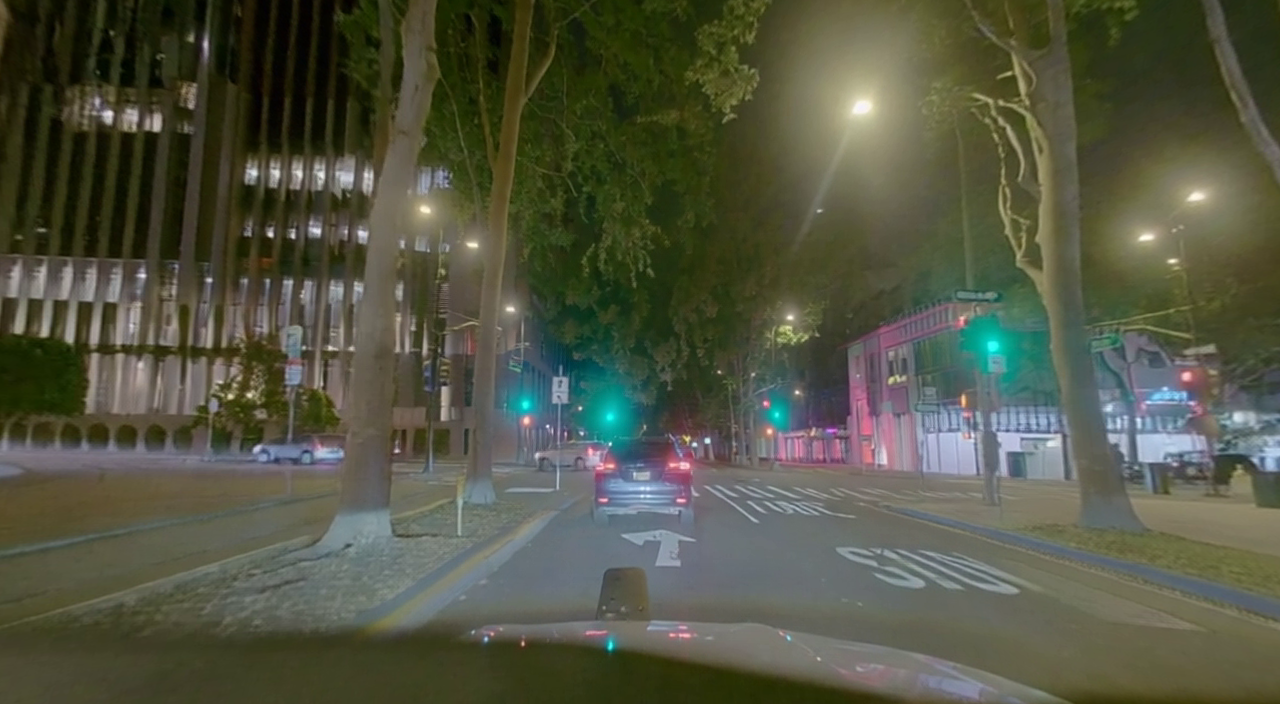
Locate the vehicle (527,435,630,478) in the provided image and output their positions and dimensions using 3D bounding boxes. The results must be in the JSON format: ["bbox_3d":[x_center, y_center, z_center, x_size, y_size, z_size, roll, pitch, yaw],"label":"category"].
[{"bbox_3d":[-2.506,4.094,24.955,2.077,1.519,4.282,6,-11,-37],"label":"vehicle"}]

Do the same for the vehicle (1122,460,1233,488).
[{"bbox_3d":[30.490,6.911,35.854,4.668,1.441,1.904,0,-9,-4],"label":"vehicle"}]

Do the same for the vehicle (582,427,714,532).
[{"bbox_3d":[0.208,2.306,11.919,2.079,1.621,3.861,-1,-8,3],"label":"vehicle"}]

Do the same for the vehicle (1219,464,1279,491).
[{"bbox_3d":[36.253,7.157,35.920,4.457,1.409,1.873,-1,-9,2],"label":"vehicle"}]
